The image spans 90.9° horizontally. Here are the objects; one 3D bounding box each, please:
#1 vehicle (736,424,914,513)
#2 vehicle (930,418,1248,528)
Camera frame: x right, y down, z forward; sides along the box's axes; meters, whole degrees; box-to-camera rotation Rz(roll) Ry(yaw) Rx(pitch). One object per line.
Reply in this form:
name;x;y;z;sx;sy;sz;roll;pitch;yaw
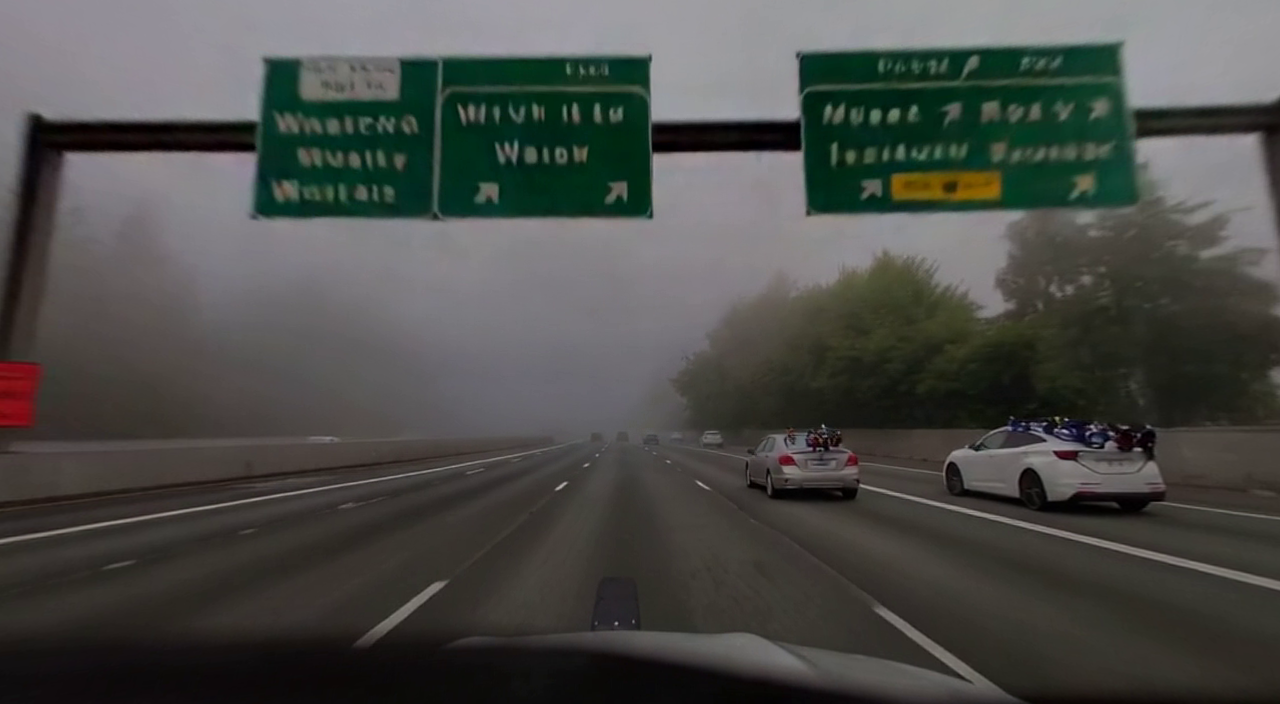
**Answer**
vehicle;3.413;2.225;12.712;2.094;1.441;4.568;0;-8;-2
vehicle;7.323;1.988;11.134;2.034;1.511;4.785;0;-8;-1
